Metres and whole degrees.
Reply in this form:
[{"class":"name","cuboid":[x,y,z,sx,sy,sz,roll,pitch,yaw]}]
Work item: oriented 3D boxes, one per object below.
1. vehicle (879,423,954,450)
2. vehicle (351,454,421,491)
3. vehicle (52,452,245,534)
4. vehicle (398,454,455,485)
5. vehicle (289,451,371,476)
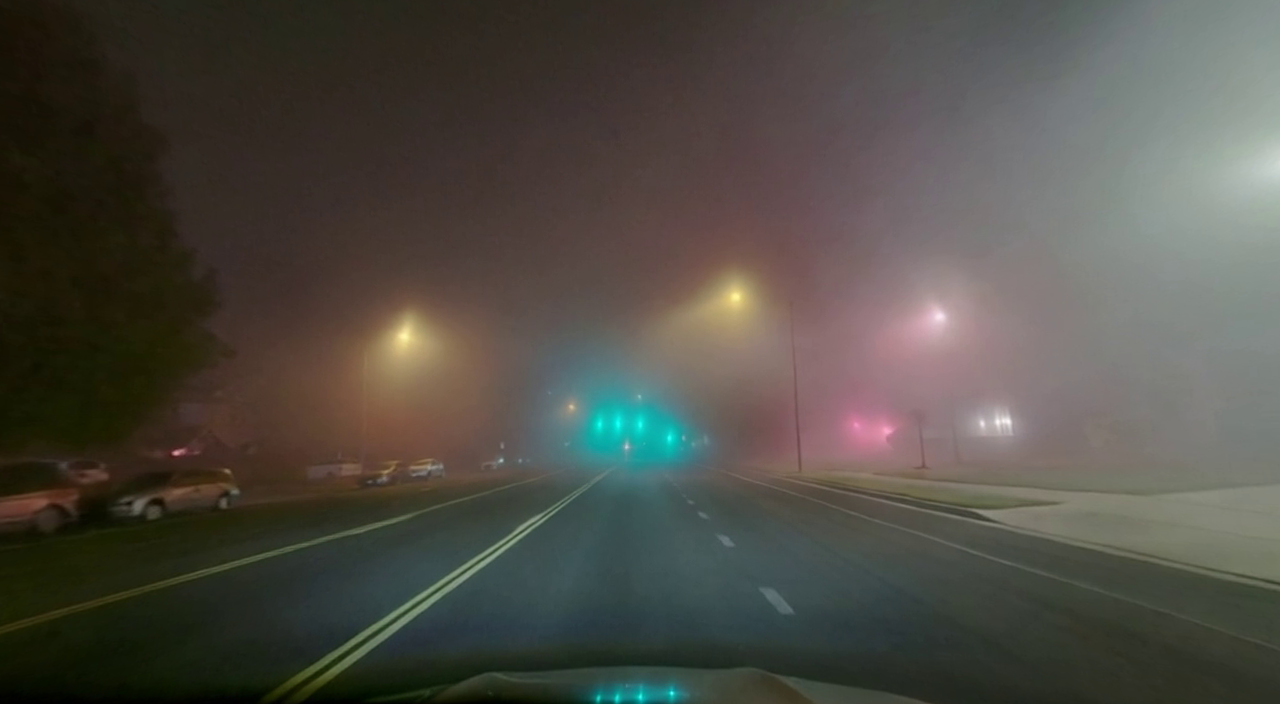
[{"class":"vehicle","cuboid":[17.532,5.400,40.131,1.726,1.620,3.938,7,-11,-37]},{"class":"vehicle","cuboid":[-12.669,6.004,31.810,1.828,1.510,4.149,-4,-9,0]},{"class":"vehicle","cuboid":[-12.637,3.581,16.638,1.882,1.727,3.945,-3,-8,0]},{"class":"vehicle","cuboid":[-12.663,6.963,37.699,1.909,1.477,4.345,-3,-8,-1]},{"class":"vehicle","cuboid":[-20.916,7.500,42.675,4.498,1.623,1.903,0,-9,1]}]
